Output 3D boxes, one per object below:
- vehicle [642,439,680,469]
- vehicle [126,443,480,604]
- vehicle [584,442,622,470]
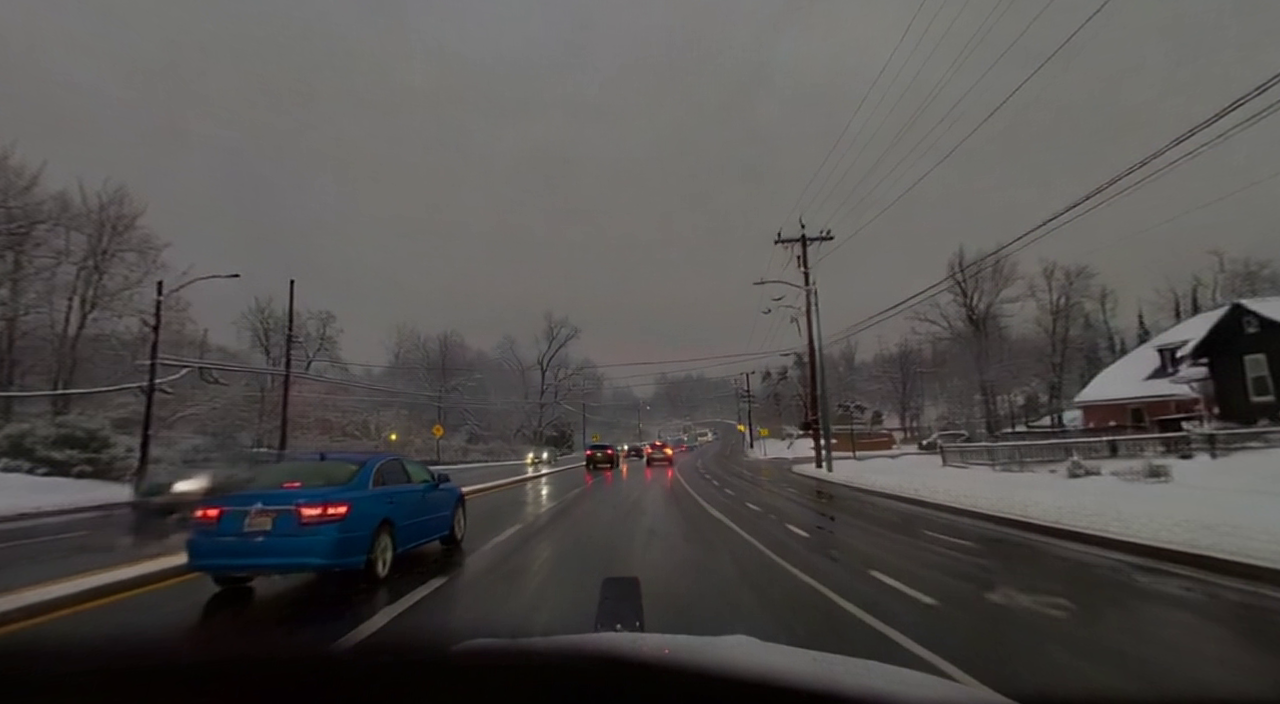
[{"bbox_3d":[1.413,6.536,40.673,2.155,1.836,4.250,-1,-9,5],"label":"vehicle"},{"bbox_3d":[-3.577,1.866,7.896,1.901,1.409,4.442,0,-9,1],"label":"vehicle"},{"bbox_3d":[-2.330,6.652,40.738,1.899,1.685,4.121,-1,-9,5],"label":"vehicle"}]
